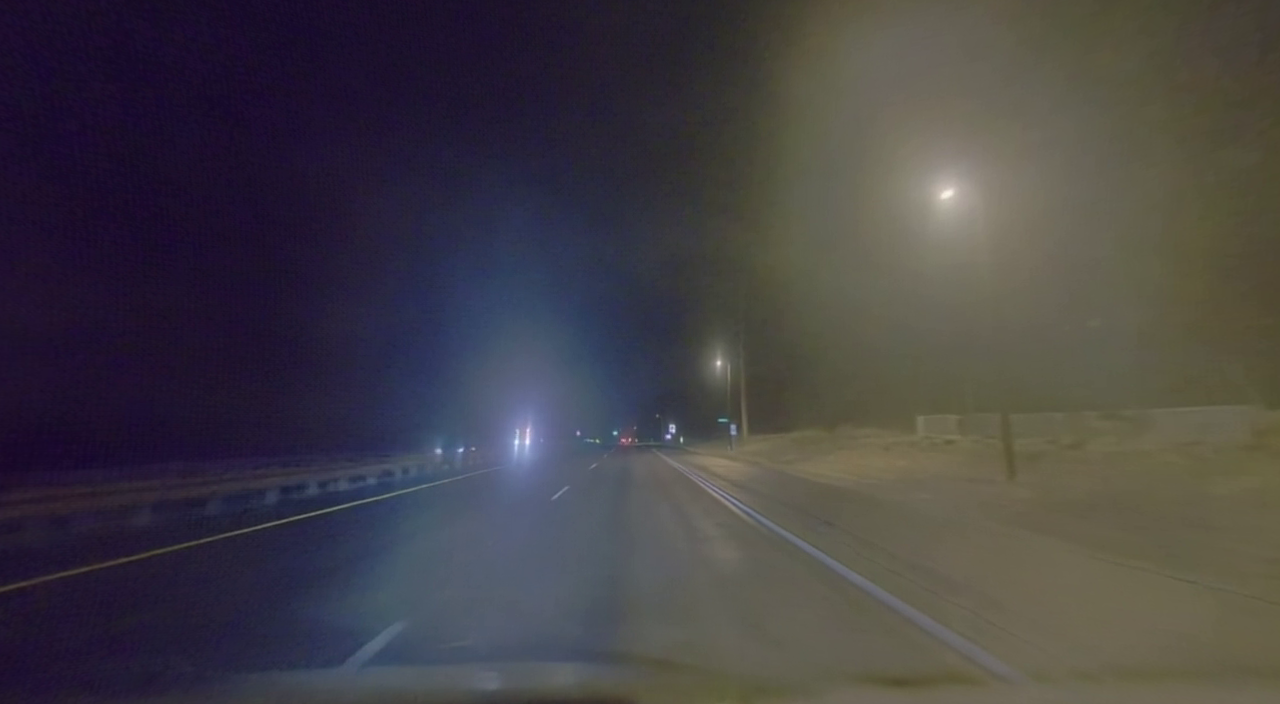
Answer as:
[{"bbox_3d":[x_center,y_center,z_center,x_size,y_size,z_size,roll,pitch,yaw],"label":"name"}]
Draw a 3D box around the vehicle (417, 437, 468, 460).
[{"bbox_3d":[-13.504,6.604,43.327,2.102,1.449,4.500,0,-8,-1],"label":"vehicle"}]
